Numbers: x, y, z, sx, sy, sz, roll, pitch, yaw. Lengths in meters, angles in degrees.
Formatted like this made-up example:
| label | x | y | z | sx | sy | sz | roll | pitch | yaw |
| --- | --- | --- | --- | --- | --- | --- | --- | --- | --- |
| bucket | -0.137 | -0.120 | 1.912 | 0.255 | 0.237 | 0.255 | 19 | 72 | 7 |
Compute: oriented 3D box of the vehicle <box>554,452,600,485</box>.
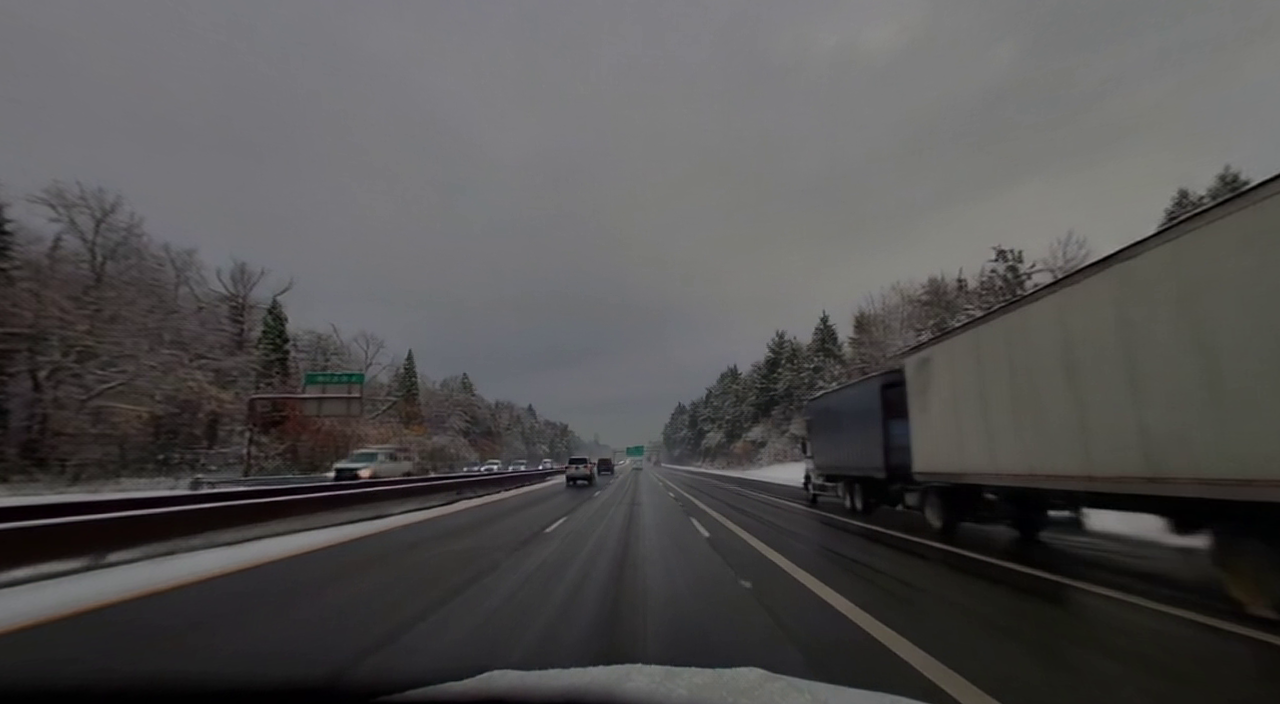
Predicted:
| label | x | y | z | sx | sy | sz | roll | pitch | yaw |
| --- | --- | --- | --- | --- | --- | --- | --- | --- | --- |
| vehicle | -3.836 | 7.249 | 39.171 | 2.272 | 1.873 | 4.832 | 1 | -10 | 0 |

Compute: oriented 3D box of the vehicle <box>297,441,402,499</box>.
| label | x | y | z | sx | sy | sz | roll | pitch | yaw |
| --- | --- | --- | --- | --- | --- | --- | --- | --- | --- |
| vehicle | -12.242 | 5.047 | 27.035 | 2.100 | 2.201 | 4.873 | 1 | -10 | 0 |

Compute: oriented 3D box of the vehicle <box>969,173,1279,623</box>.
| label | x | y | z | sx | sy | sz | roll | pitch | yaw |
| --- | --- | --- | --- | --- | --- | --- | --- | --- | --- |
| vehicle | 7.586 | 0.513 | 6.345 | 3.235 | 4.088 | 9.243 | -1 | -13 | -1 |
